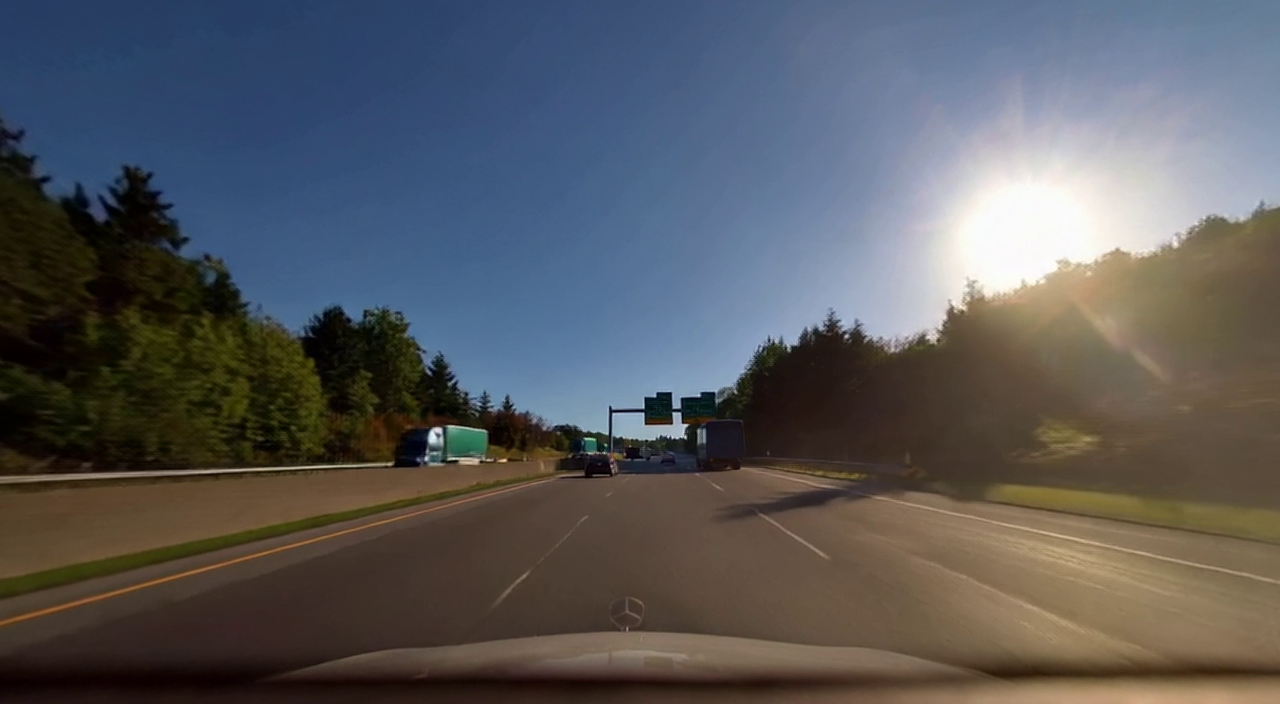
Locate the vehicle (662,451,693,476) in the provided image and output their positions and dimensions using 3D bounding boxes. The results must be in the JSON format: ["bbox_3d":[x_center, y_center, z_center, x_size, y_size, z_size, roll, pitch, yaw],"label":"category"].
[{"bbox_3d":[2.501,7.565,42.959,1.957,1.541,4.099,0,-9,1],"label":"vehicle"}]

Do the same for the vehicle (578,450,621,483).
[{"bbox_3d":[-2.047,5.955,33.032,1.960,1.579,4.384,0,-9,1],"label":"vehicle"}]

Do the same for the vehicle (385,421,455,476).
[{"bbox_3d":[-17.108,7.608,49.389,3.005,3.979,5.919,-1,-9,3],"label":"vehicle"}]
